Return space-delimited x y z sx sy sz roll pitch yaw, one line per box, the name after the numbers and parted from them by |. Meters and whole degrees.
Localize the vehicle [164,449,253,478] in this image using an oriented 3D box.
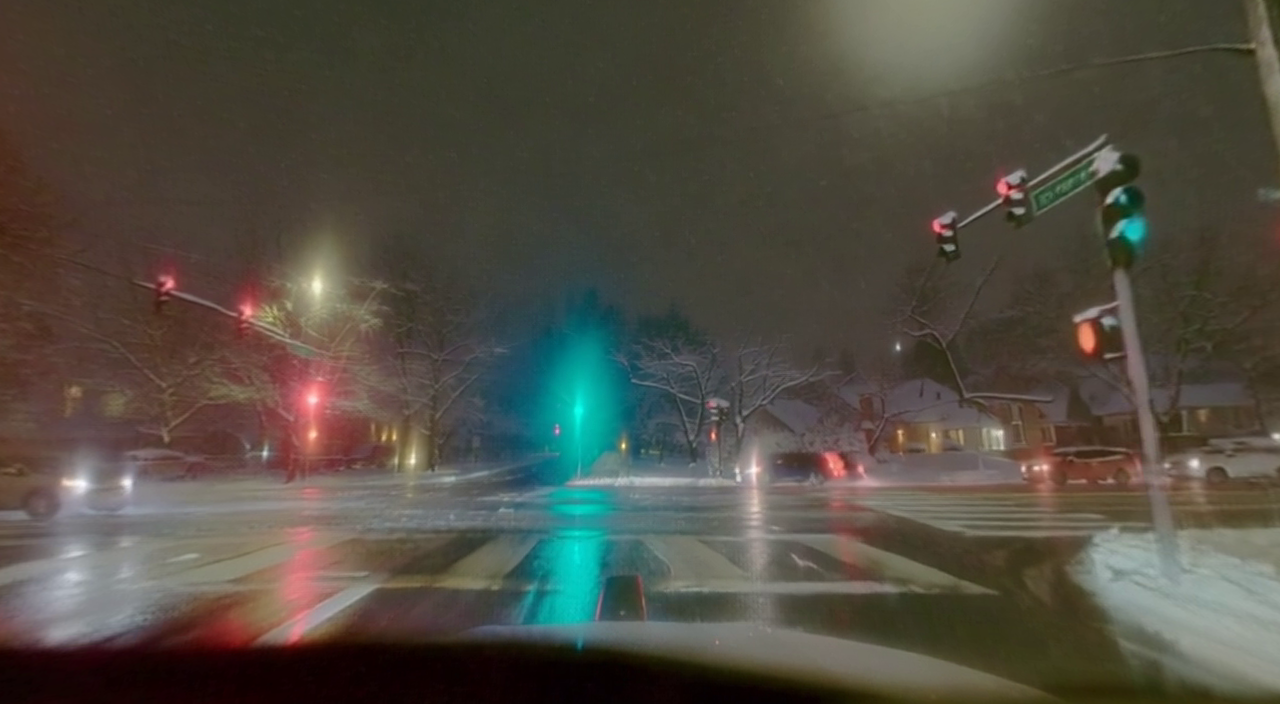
-24.546 6.335 36.141 1.817 1.488 4.631 0 -9 0 | vehicle

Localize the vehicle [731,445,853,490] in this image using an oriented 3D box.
5.242 4.045 22.223 3.815 1.504 1.790 0 -9 1 | vehicle

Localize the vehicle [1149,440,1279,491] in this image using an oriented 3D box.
20.780 3.890 21.821 4.510 1.673 2.030 0 -9 2 | vehicle

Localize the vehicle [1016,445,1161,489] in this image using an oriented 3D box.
18.025 4.633 25.579 4.326 1.672 1.903 0 -9 2 | vehicle

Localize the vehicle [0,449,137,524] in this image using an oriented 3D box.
-14.017 2.804 13.447 4.989 1.442 1.940 -1 -9 3 | vehicle
